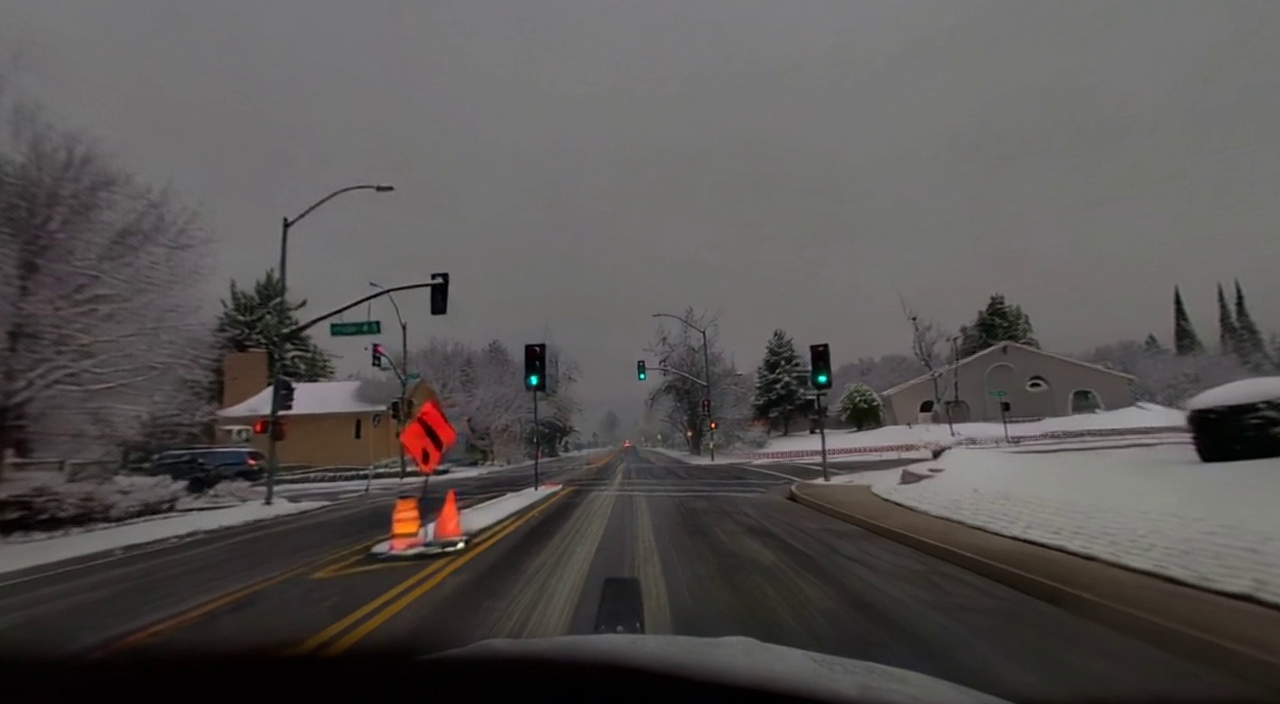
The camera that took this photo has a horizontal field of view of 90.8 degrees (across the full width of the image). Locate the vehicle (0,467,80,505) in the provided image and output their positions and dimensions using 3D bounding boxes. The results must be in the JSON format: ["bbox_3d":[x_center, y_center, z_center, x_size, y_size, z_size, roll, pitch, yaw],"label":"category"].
[{"bbox_3d":[-33.758,7.273,34.335,4.433,1.908,2.090,0,-8,-4],"label":"vehicle"}]
